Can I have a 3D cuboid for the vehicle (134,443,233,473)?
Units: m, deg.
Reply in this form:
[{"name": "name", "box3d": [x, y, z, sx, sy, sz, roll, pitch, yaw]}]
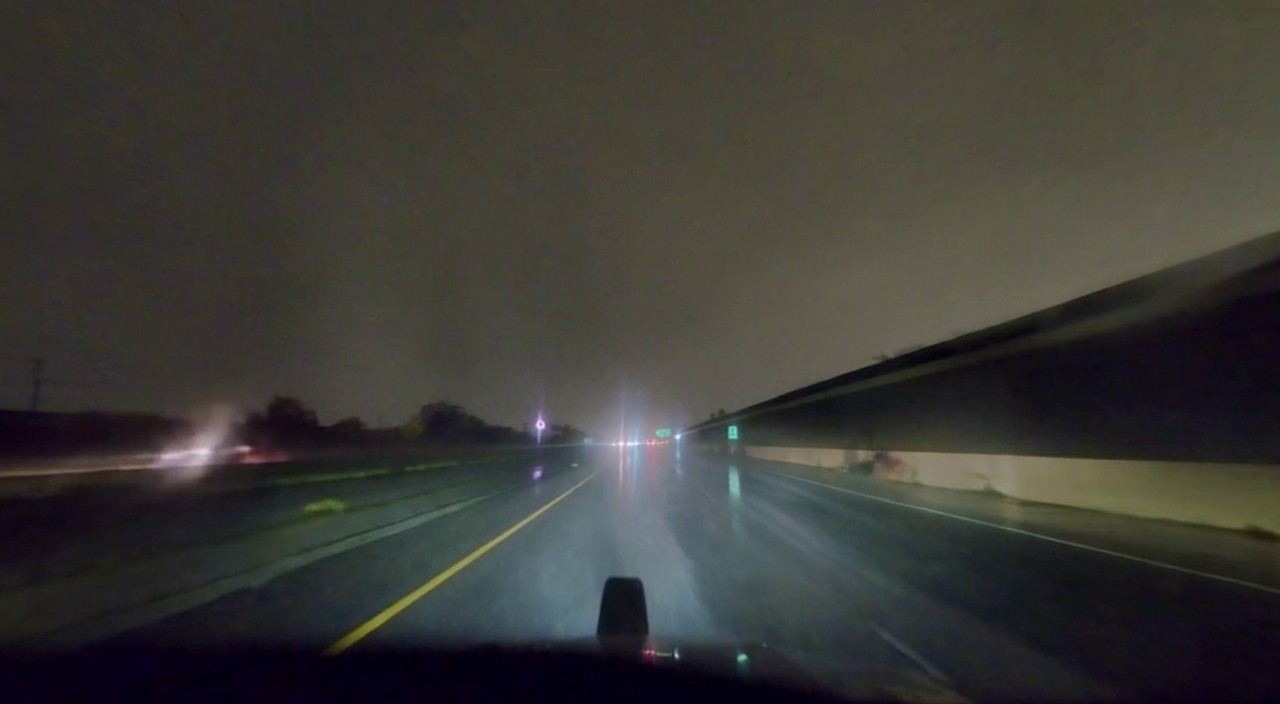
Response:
[{"name": "vehicle", "box3d": [-29.254, 6.791, 40.721, 2.159, 1.797, 5.610, 0, -8, 1]}]
